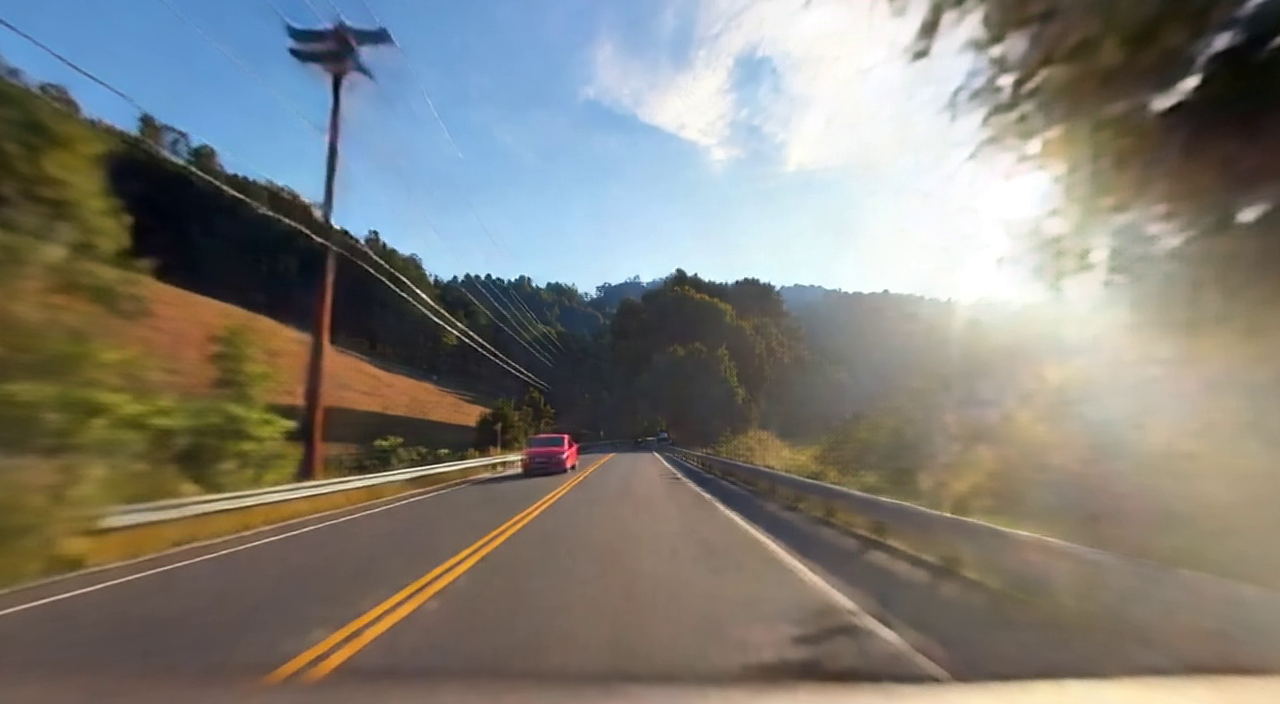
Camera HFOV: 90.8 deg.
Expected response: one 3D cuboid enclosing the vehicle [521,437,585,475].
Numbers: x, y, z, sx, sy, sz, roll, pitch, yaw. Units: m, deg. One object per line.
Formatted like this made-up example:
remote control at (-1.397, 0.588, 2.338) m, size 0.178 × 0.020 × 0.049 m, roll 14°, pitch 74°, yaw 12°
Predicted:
vehicle at (-3.674, 4.494, 27.463) m, size 2.083 × 1.486 × 4.446 m, roll 0°, pitch -9°, yaw 1°
